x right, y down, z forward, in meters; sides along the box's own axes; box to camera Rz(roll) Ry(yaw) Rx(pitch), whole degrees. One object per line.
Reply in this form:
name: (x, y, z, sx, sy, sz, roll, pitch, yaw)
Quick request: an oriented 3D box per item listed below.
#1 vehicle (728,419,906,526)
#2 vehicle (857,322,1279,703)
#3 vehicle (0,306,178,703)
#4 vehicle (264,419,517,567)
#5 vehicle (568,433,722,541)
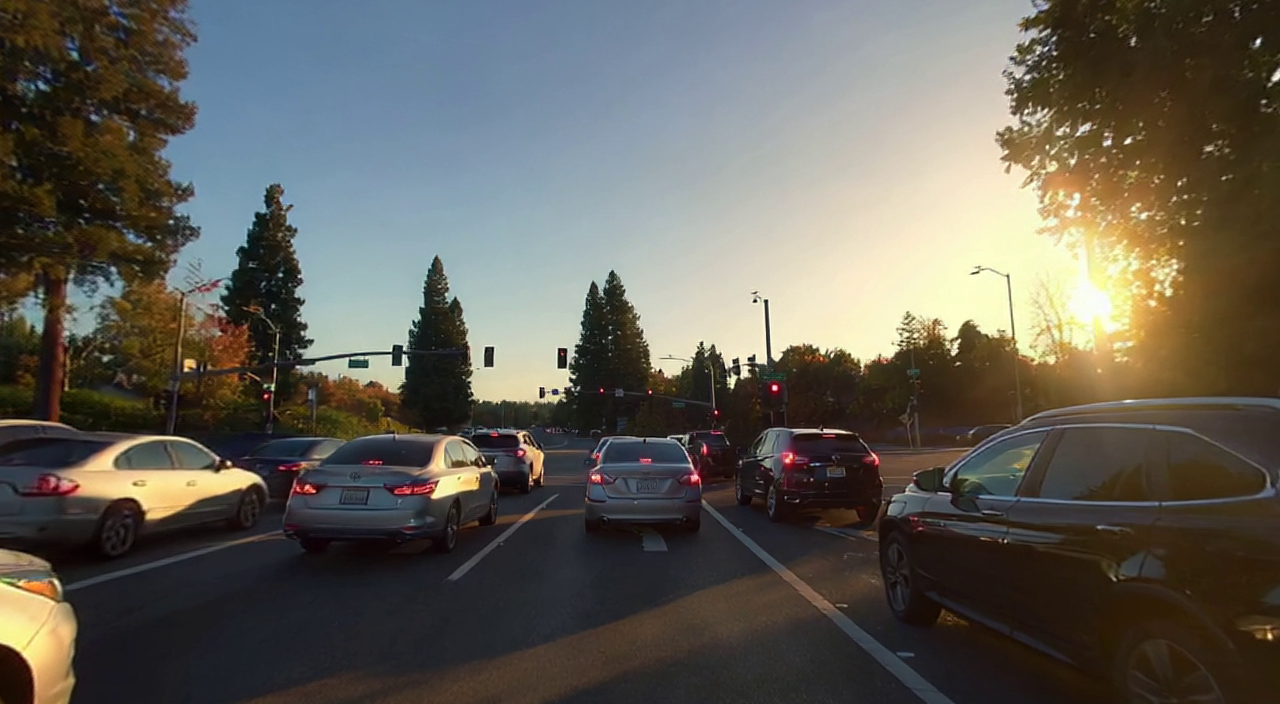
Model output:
vehicle: (3.072, 2.196, 12.018, 2.106, 1.667, 4.101, 0, -8, -1)
vehicle: (3.155, 0.989, 3.738, 2.074, 1.685, 4.387, 0, -8, -1)
vehicle: (-3.200, 0.497, 0.603, 2.079, 1.756, 4.676, 0, -8, -2)
vehicle: (-3.061, 1.811, 8.895, 1.896, 1.546, 4.378, 0, -8, -2)
vehicle: (0.004, 2.098, 10.424, 2.076, 1.438, 3.770, 0, -8, -2)
